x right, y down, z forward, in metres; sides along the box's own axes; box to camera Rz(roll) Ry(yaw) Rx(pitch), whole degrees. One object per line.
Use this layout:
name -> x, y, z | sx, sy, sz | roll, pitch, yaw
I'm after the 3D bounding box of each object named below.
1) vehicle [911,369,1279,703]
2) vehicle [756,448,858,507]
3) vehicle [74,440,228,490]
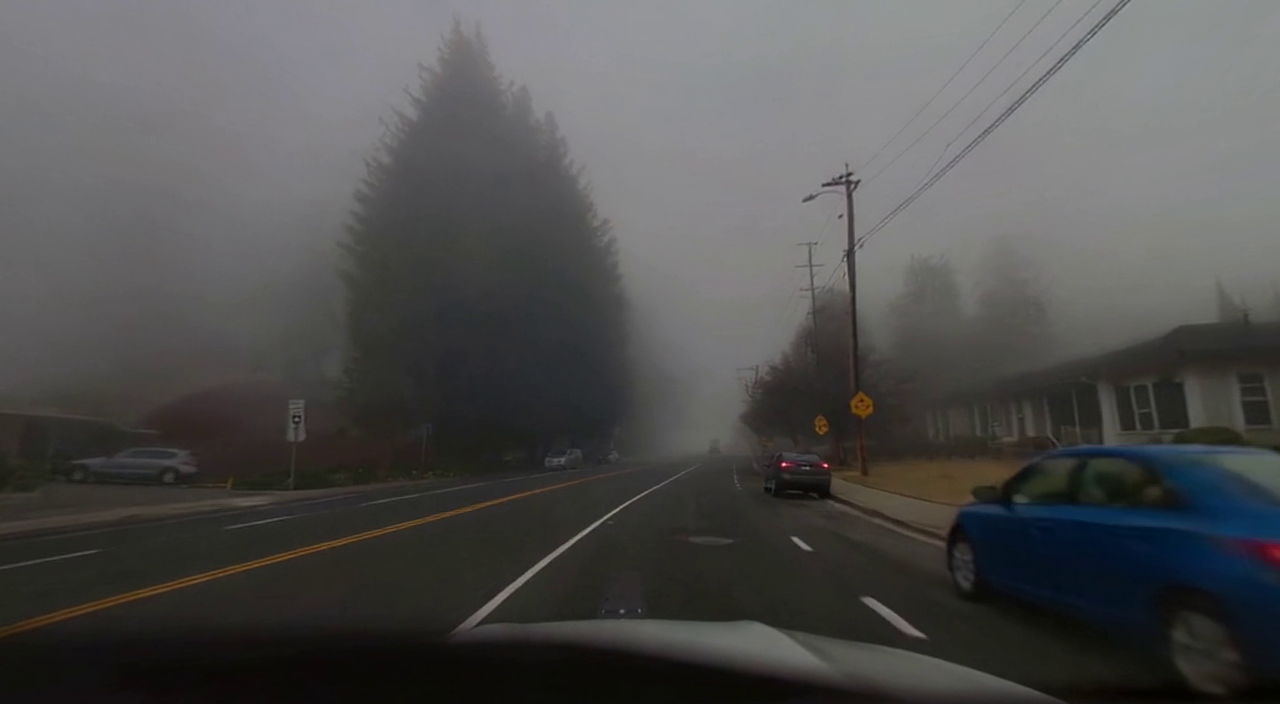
vehicle -> 3.808, 1.216, 4.352 | 1.989, 1.782, 4.351 | 0, -9, 1
vehicle -> 4.621, 3.516, 18.227 | 1.993, 1.457, 4.599 | -1, -9, 4
vehicle -> -21.690, 5.033, 28.205 | 5.134, 2.110, 2.040 | 0, -9, 1
